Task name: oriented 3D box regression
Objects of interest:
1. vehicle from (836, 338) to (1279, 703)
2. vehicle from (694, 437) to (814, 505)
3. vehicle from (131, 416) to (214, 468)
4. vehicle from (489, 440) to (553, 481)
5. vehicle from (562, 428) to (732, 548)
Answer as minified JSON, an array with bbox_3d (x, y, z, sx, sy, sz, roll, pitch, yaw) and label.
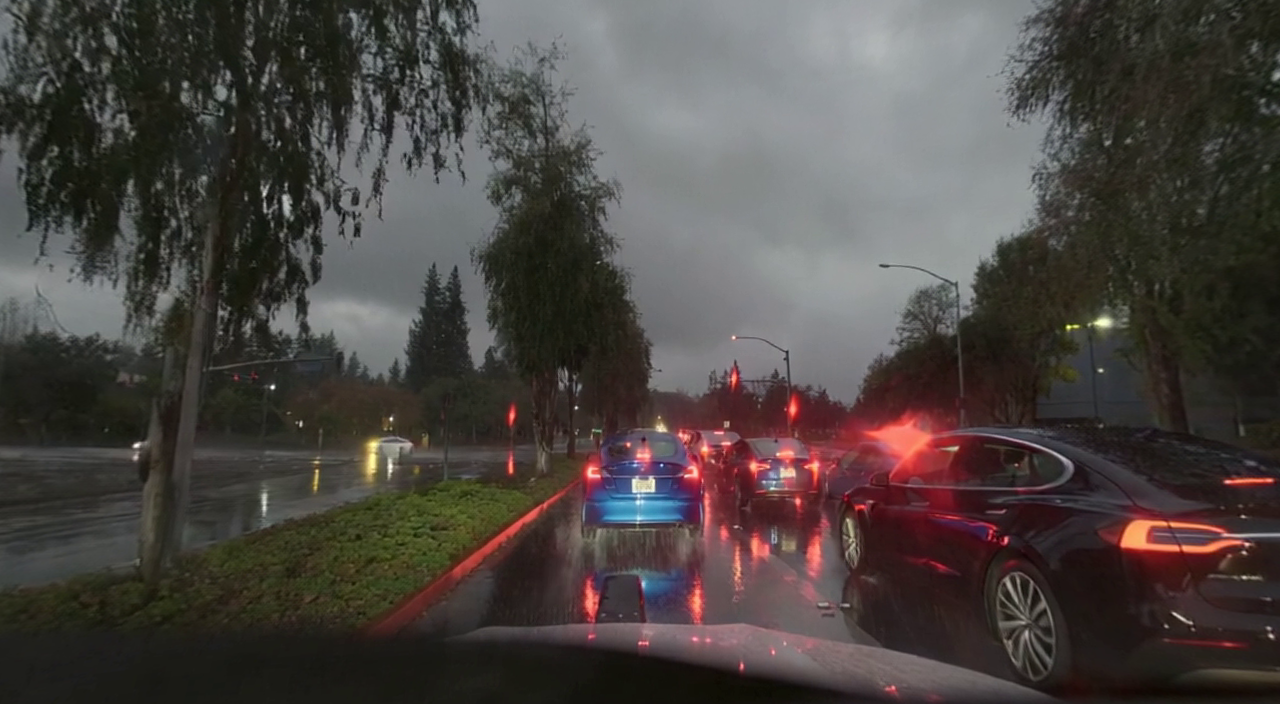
[{"bbox_3d":[3.177,1.106,4.298,2.167,1.676,4.443,0,-8,-1],"label":"vehicle"},{"bbox_3d":[2.687,2.924,16.027,2.058,1.466,4.208,0,-8,-3],"label":"vehicle"},{"bbox_3d":[-29.265,5.647,39.696,2.608,2.990,3.026,2,-8,1],"label":"vehicle"},{"bbox_3d":[-4.644,4.283,25.256,1.972,1.457,4.171,0,-8,-4],"label":"vehicle"},{"bbox_3d":[0.027,2.038,10.174,2.147,1.499,4.240,0,-8,-2],"label":"vehicle"}]
